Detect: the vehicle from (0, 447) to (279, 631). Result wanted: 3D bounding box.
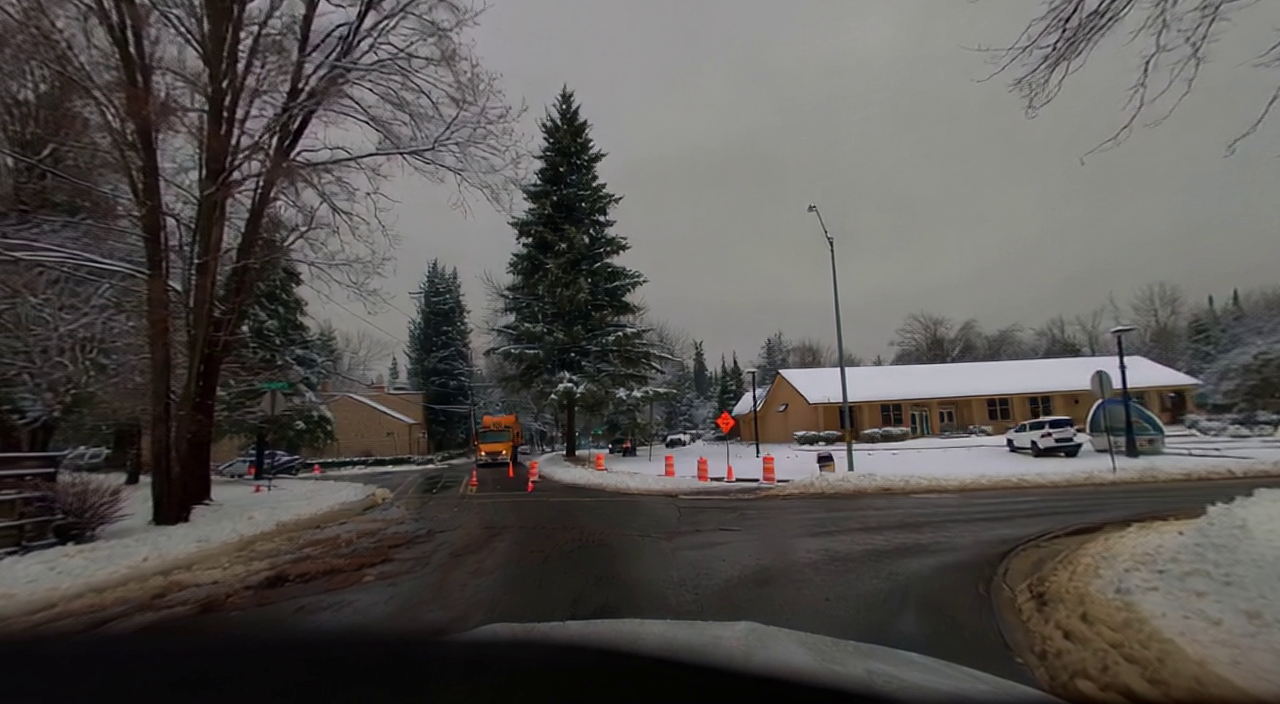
[{"bbox_3d":[-7.608,1.959,7.222,2.961,1.701,7.563,1,-9,-4],"label":"vehicle"}]
